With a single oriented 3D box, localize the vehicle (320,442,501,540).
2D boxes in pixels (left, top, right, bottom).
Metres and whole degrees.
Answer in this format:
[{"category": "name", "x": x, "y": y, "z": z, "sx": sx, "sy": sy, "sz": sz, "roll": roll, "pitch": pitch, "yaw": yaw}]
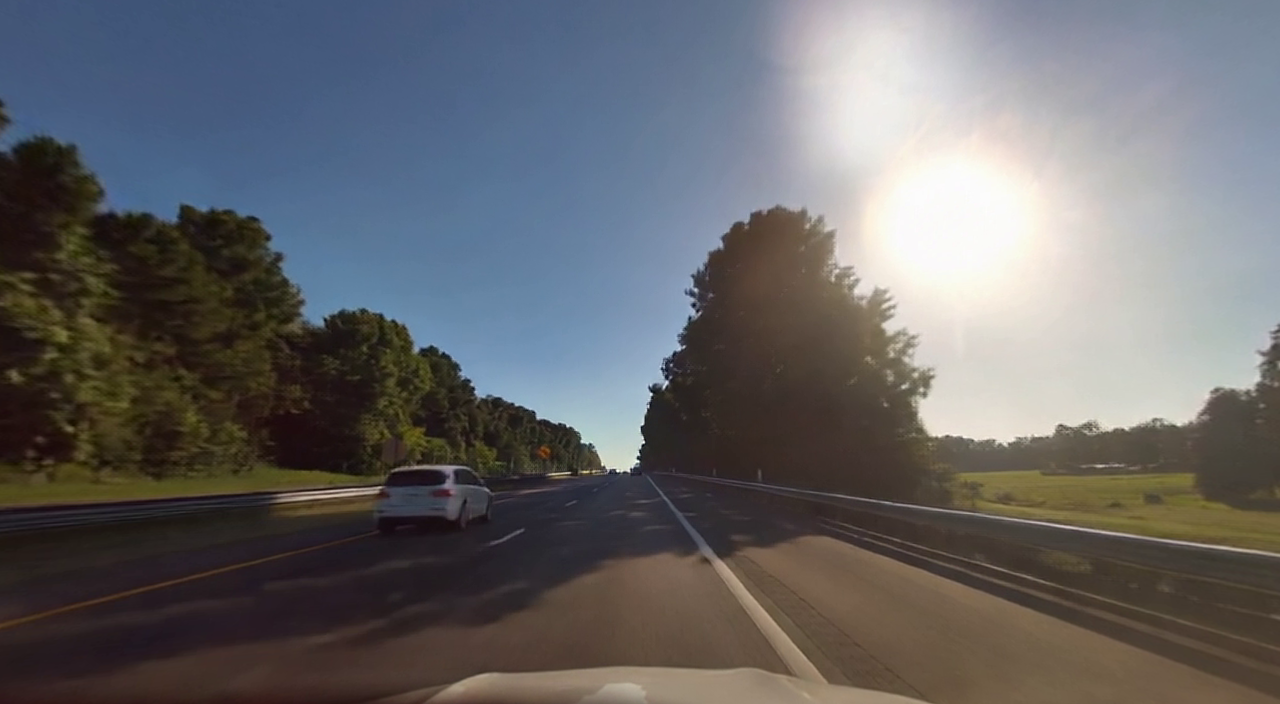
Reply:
[{"category": "vehicle", "x": -4.393, "y": 2.772, "z": 12.946, "sx": 2.042, "sy": 1.629, "sz": 4.276, "roll": 1, "pitch": -11, "yaw": 0}]
